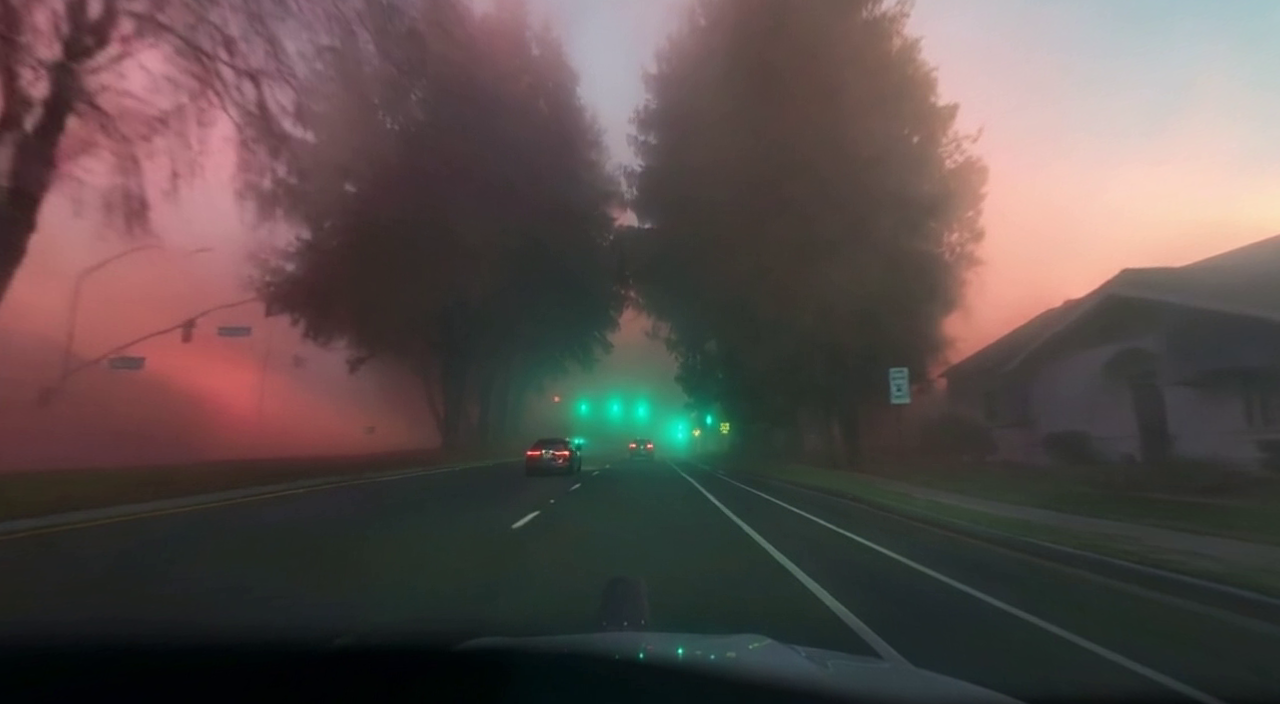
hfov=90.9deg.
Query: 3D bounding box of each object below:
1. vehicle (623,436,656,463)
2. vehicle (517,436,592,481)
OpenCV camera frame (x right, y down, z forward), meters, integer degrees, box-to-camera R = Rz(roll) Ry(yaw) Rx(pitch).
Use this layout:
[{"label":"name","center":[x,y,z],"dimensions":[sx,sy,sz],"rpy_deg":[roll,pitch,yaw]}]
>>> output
[{"label":"vehicle","center":[0.000,6.712,43.659],"dimensions":[2.153,1.764,4.047],"rpy_deg":[0,-8,1]},{"label":"vehicle","center":[-2.986,3.846,23.039],"dimensions":[2.015,1.470,4.458],"rpy_deg":[0,-8,1]}]
